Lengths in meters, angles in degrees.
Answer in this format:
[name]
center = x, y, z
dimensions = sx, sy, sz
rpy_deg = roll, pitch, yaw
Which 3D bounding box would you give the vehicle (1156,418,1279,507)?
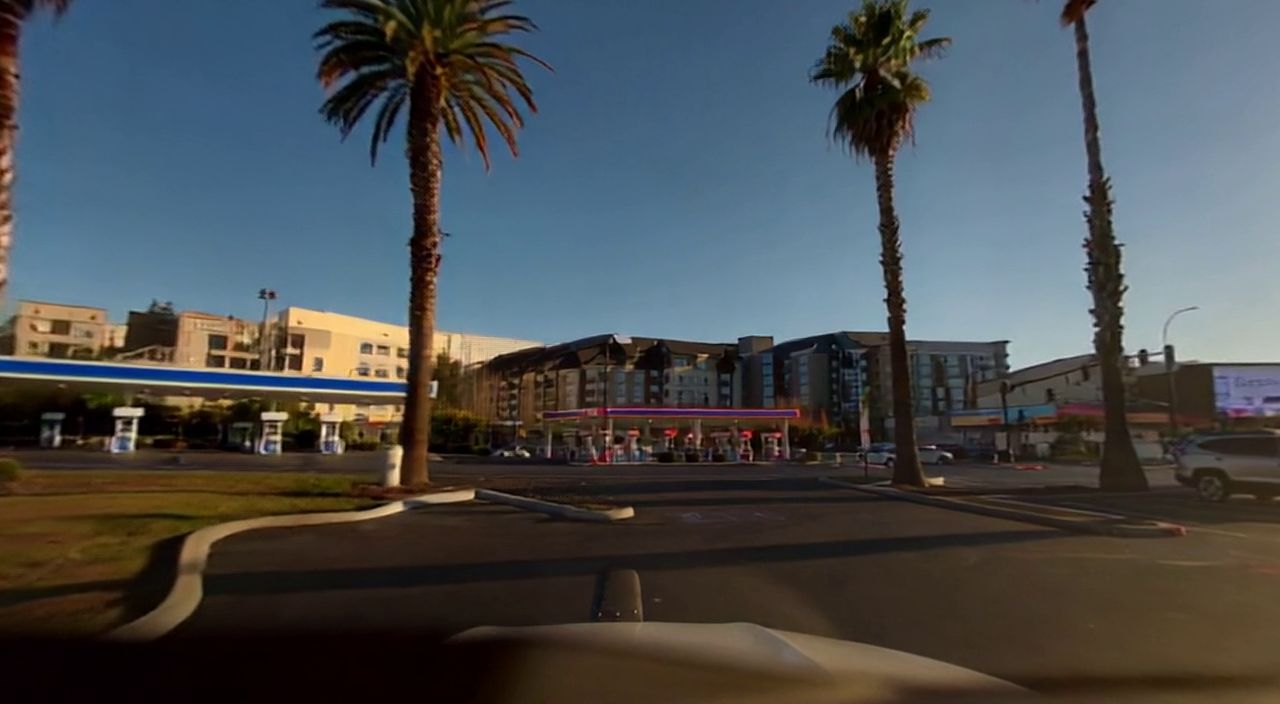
[vehicle]
center = 14.339, 2.369, 13.574
dimensions = 2.028, 1.850, 4.731
rpy_deg = 2, -8, -10
